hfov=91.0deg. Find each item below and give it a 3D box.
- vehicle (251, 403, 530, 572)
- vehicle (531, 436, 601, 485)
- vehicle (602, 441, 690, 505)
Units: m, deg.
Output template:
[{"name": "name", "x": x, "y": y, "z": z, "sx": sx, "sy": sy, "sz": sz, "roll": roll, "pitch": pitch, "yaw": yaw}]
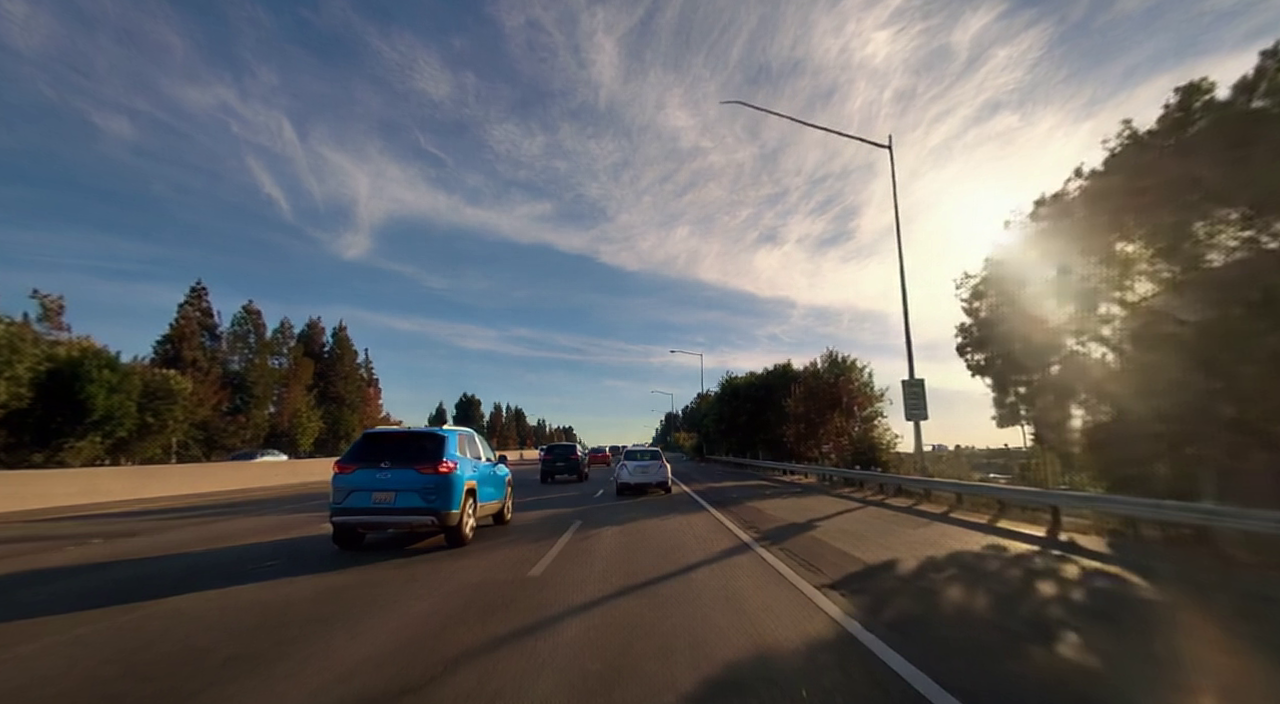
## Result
[{"name": "vehicle", "x": -3.050, "y": 1.772, "z": 8.890, "sx": 2.123, "sy": 1.798, "sz": 4.108, "roll": 0, "pitch": -9, "yaw": 2}, {"name": "vehicle", "x": -2.845, "y": 4.346, "z": 25.468, "sx": 2.125, "sy": 1.771, "sz": 4.721, "roll": 0, "pitch": -9, "yaw": 2}, {"name": "vehicle", "x": 0.126, "y": 3.162, "z": 16.889, "sx": 2.068, "sy": 1.488, "sz": 4.045, "roll": 0, "pitch": -9, "yaw": -1}]
